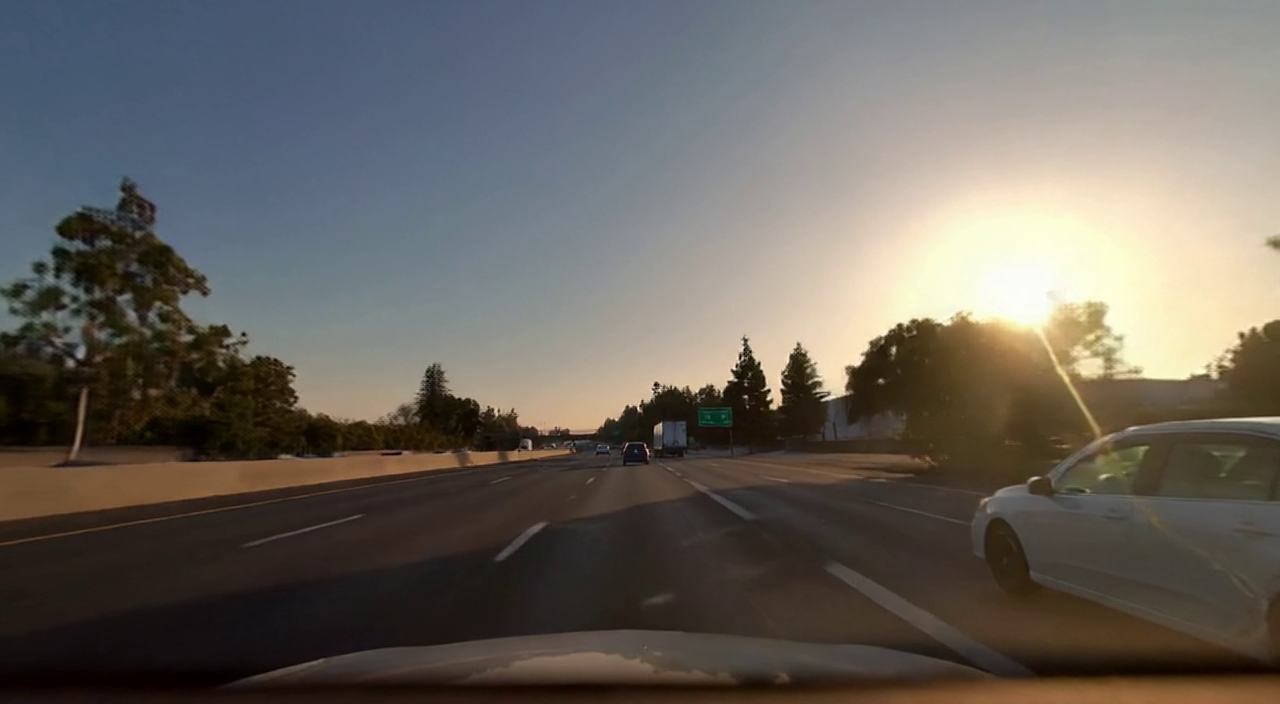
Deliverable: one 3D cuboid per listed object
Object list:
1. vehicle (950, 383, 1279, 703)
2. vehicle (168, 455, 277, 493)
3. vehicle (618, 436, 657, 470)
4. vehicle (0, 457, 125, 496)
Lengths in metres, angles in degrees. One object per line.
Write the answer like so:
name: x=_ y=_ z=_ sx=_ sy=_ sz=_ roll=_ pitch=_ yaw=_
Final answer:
vehicle: x=3.841 y=1.050 z=3.552 sx=1.950 sy=1.596 sz=4.326 roll=0 pitch=-8 yaw=-1
vehicle: x=-18.175 y=5.308 z=27.805 sx=1.845 sy=1.436 sz=4.446 roll=0 pitch=-8 yaw=-1
vehicle: x=-0.172 y=6.198 z=38.875 sx=2.297 sy=1.912 sz=4.355 roll=0 pitch=-8 yaw=-1
vehicle: x=-25.666 y=5.426 z=27.959 sx=1.906 sy=1.490 sz=4.632 roll=0 pitch=-8 yaw=-1
